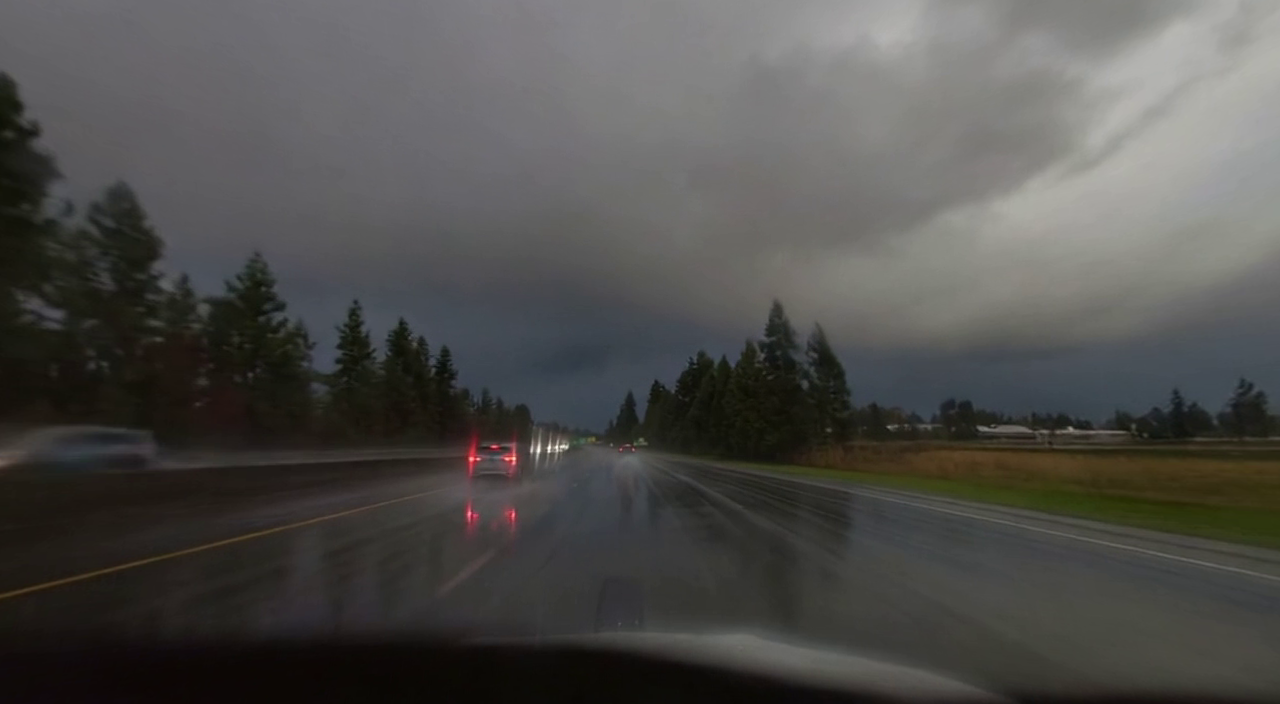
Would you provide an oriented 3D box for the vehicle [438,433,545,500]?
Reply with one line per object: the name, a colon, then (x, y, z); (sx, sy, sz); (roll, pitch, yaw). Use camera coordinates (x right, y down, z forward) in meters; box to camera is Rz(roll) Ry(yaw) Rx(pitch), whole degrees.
vehicle: (-4.243, 3.344, 18.749); (2.111, 1.717, 4.426); (0, -9, 0)
